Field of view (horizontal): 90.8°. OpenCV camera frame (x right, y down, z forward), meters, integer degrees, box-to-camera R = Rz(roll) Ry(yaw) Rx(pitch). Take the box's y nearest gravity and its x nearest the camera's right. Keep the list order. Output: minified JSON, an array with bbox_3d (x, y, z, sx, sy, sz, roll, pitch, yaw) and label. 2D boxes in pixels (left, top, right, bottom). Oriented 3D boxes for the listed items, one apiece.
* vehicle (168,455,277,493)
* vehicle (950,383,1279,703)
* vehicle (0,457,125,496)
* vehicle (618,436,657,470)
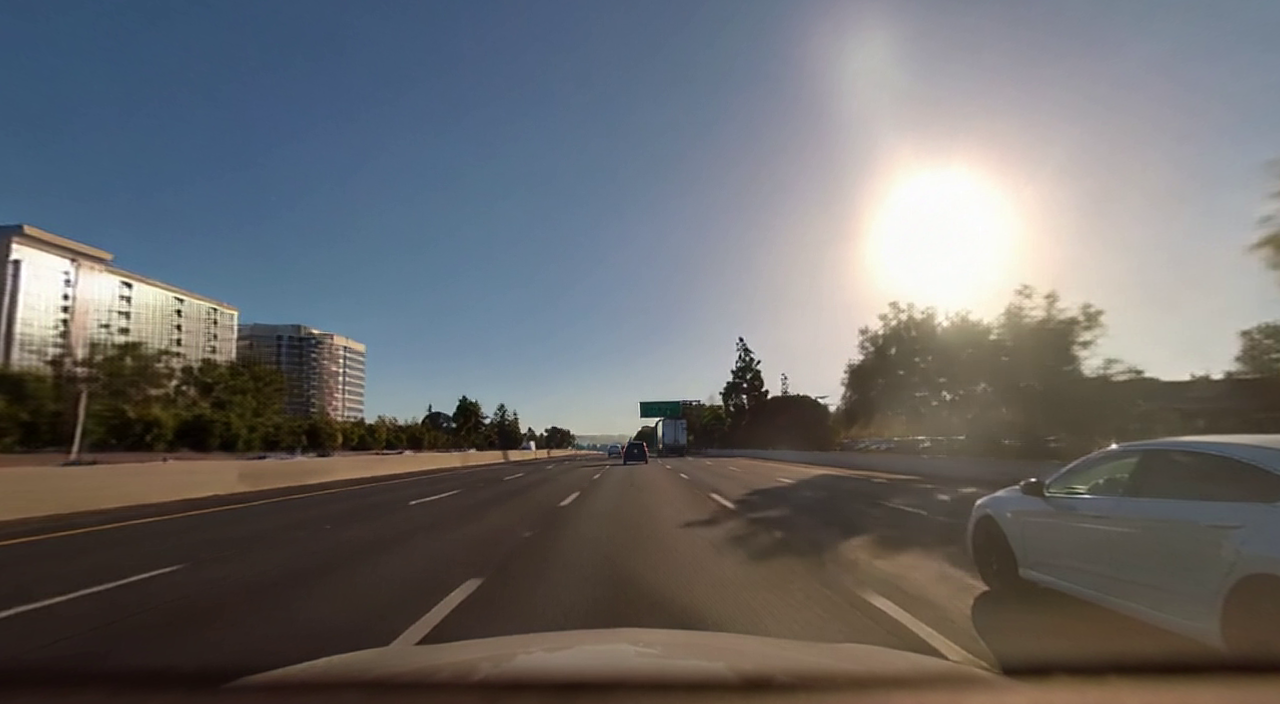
[{"bbox_3d":[-18.175,5.308,27.805,1.845,1.436,4.446,0,-8,-1],"label":"vehicle"},{"bbox_3d":[3.841,1.050,3.552,1.950,1.596,4.326,0,-8,-1],"label":"vehicle"},{"bbox_3d":[-25.666,5.426,27.959,1.906,1.490,4.632,0,-8,-1],"label":"vehicle"},{"bbox_3d":[-0.172,6.198,38.875,2.297,1.912,4.355,0,-8,-1],"label":"vehicle"}]
